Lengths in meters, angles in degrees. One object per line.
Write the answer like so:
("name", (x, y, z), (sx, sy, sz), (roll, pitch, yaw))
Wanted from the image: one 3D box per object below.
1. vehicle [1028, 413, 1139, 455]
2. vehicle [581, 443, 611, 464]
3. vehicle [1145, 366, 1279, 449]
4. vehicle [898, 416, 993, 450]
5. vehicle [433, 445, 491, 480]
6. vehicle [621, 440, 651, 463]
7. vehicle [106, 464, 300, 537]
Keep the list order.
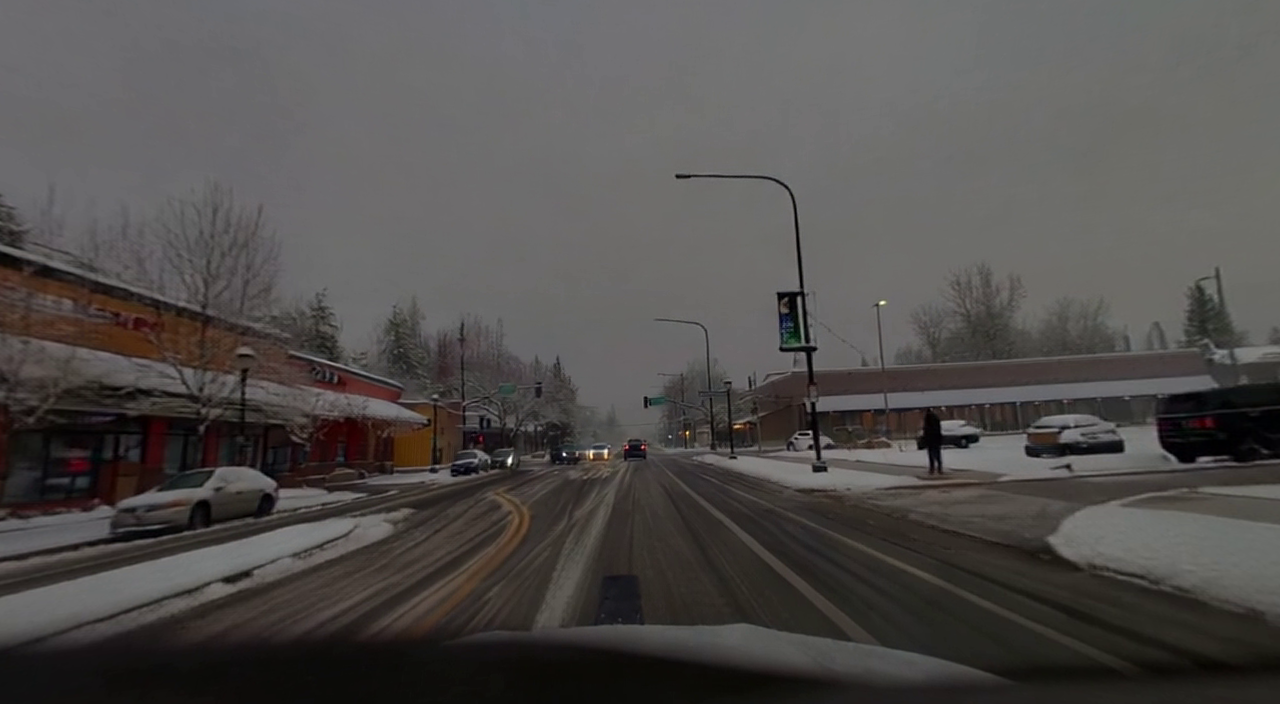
("vehicle", (17.061, 3.234, 24.593), (1.773, 1.446, 4.421), (-2, -9, 11))
("vehicle", (-3.227, 7.470, 46.759), (1.987, 1.461, 4.228), (0, -8, -1))
("vehicle", (16.245, 1.503, 16.146), (5.190, 1.898, 2.168), (1, -9, -10))
("vehicle", (16.807, 4.510, 34.963), (4.135, 1.753, 2.122), (0, -8, 1))
("vehicle", (-10.854, 6.737, 38.896), (2.033, 1.930, 4.786), (0, -8, 1))
("vehicle", (-0.275, 7.381, 46.913), (2.105, 1.611, 3.750), (0, -8, 0))
("vehicle", (-10.977, 3.711, 16.381), (1.828, 1.470, 4.523), (0, -8, -1))
